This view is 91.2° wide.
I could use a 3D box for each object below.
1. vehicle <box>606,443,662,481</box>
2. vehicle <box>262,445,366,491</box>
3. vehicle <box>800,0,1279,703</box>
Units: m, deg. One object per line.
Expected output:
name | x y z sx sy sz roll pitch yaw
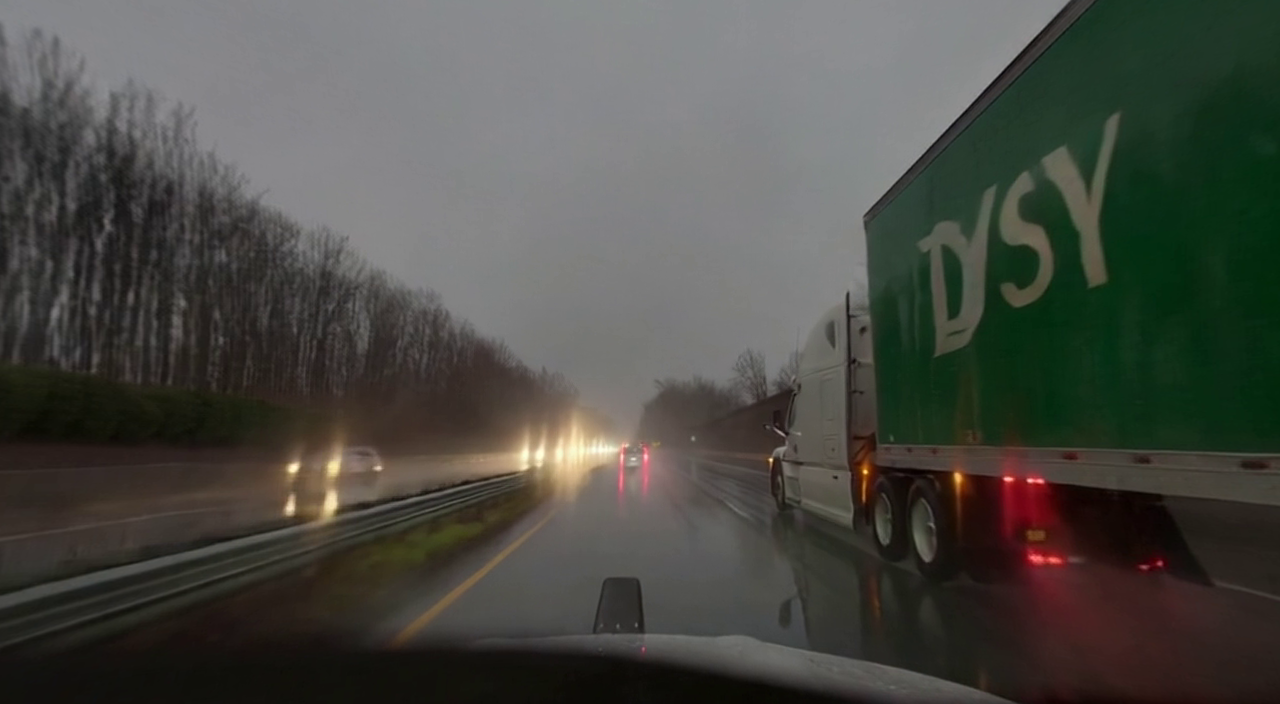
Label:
vehicle | -0.284 4.751 27.276 2.244 1.506 4.097 0 -9 -1
vehicle | -13.386 4.765 26.078 1.995 1.693 4.326 0 -9 0
vehicle | 4.421 -0.299 3.154 3.317 4.020 14.141 0 -9 -1
